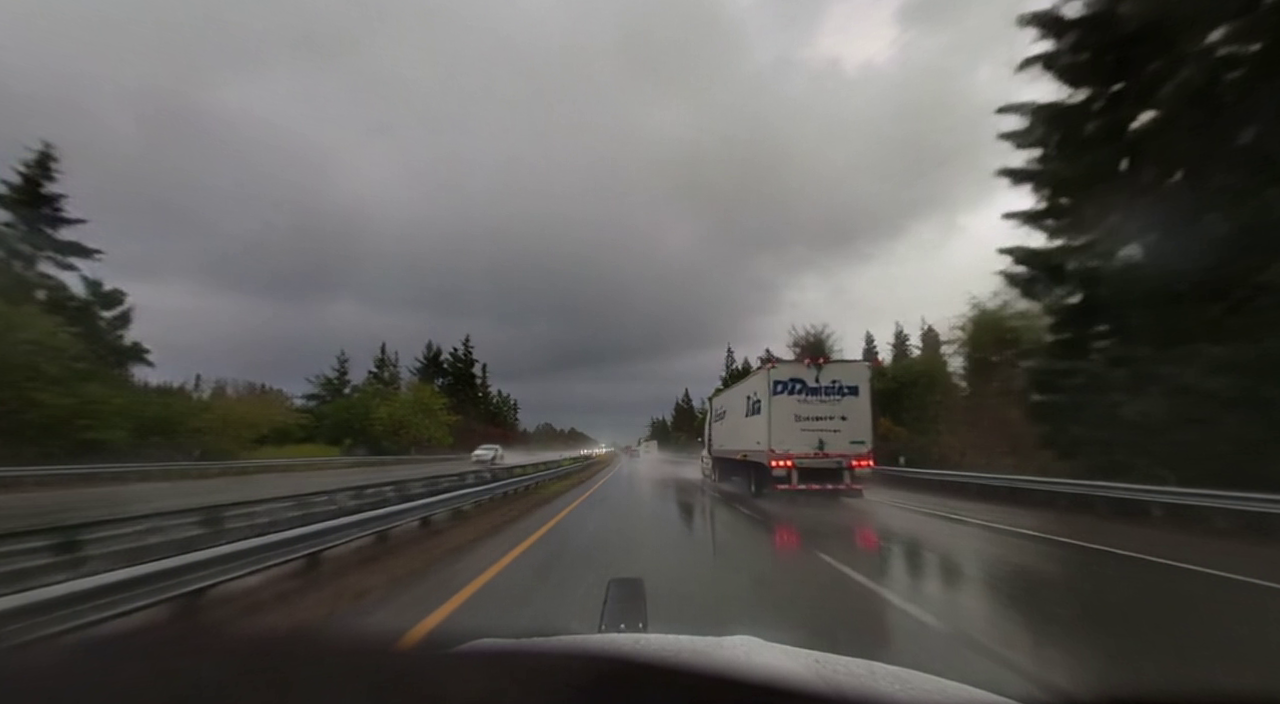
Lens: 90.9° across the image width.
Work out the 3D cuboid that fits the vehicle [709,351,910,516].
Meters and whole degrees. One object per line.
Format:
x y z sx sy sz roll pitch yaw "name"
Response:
4.152 2.574 18.992 2.876 3.419 11.591 0 -9 0 "vehicle"
